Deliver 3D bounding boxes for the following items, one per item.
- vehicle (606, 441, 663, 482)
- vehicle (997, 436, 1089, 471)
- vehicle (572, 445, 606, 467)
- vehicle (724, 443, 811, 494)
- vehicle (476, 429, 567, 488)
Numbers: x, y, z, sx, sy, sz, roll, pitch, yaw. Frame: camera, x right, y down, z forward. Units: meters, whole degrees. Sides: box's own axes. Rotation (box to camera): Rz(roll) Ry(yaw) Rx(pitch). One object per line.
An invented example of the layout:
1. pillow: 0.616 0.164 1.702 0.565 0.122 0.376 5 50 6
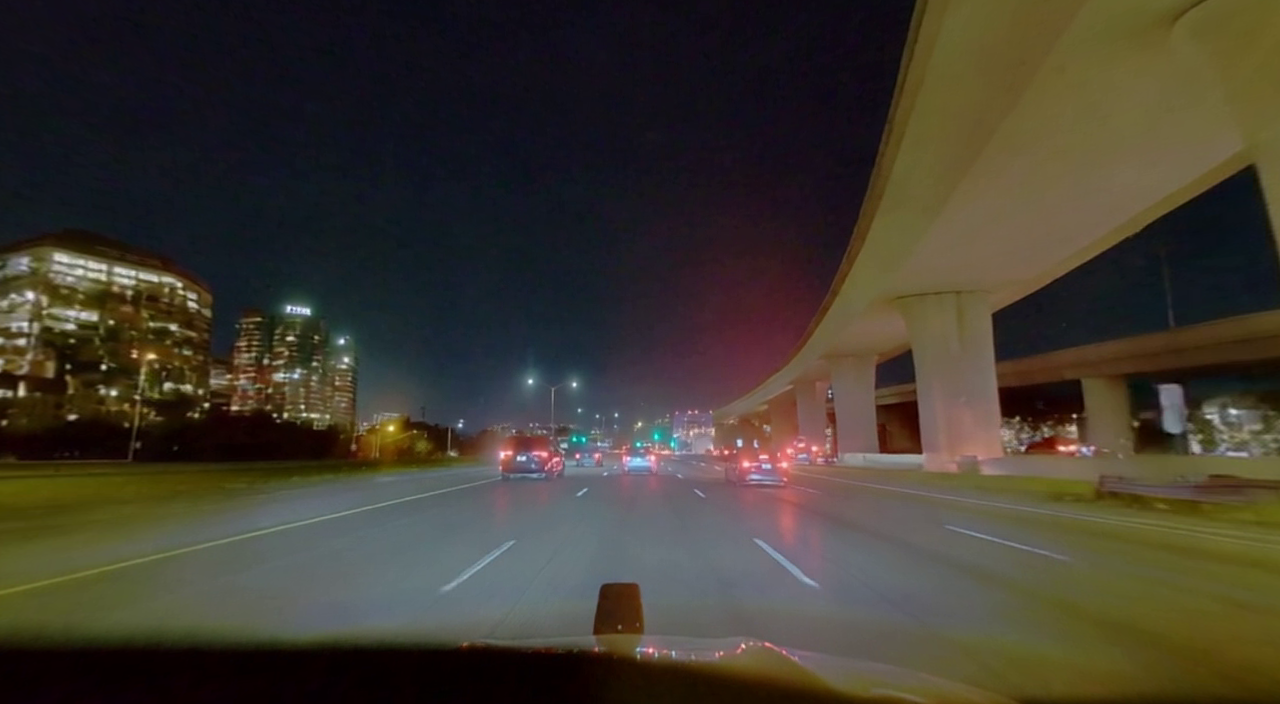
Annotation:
1. vehicle: -0.183 4.340 25.190 2.089 1.493 3.964 0 -9 0
2. vehicle: 25.433 6.431 40.095 2.376 1.988 6.109 -1 -9 6
3. vehicle: -3.473 7.202 43.713 1.868 1.431 4.055 0 -9 2
4. vehicle: 4.068 3.763 20.789 1.974 1.490 3.994 0 -9 -1
5. vehicle: -3.995 3.694 22.094 2.142 1.819 4.648 0 -9 2
